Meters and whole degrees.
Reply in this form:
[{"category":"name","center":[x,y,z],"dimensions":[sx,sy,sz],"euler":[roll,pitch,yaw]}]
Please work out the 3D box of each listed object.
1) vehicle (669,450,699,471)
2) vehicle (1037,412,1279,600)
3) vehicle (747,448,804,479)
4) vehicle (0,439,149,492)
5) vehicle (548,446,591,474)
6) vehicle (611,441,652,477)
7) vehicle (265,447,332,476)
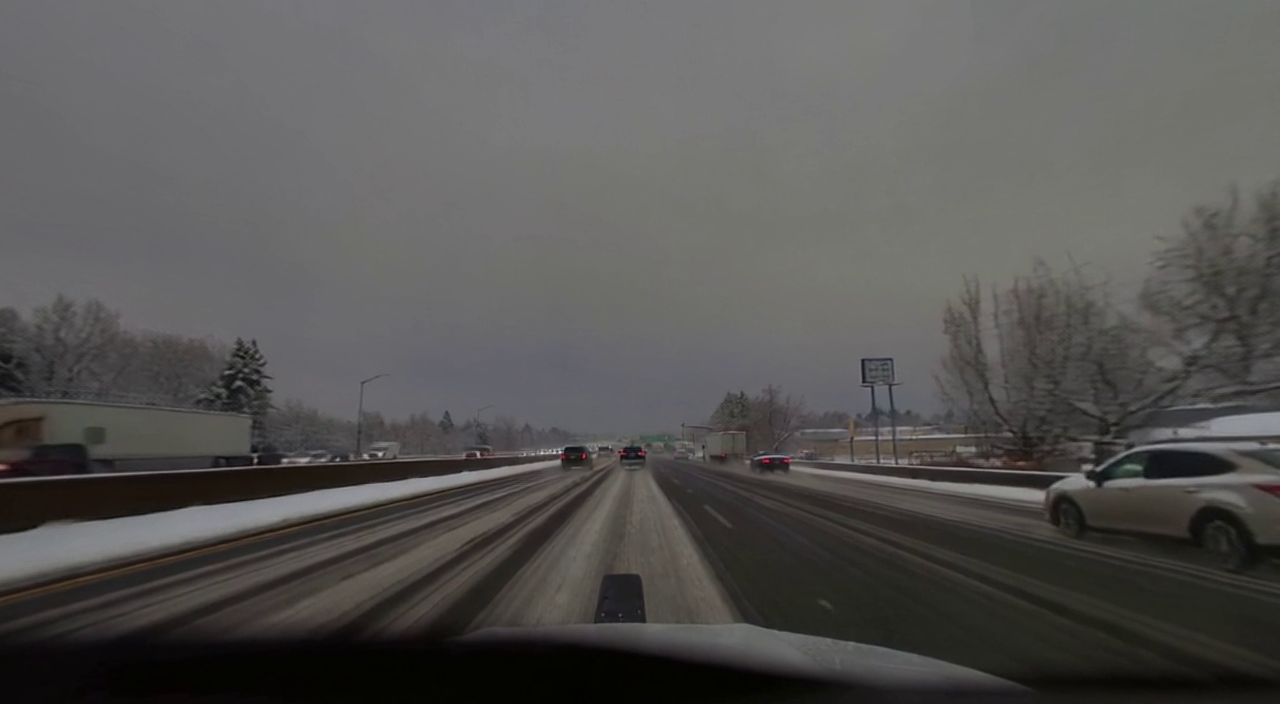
[{"category":"vehicle","center":[3.074,7.662,44.712],"dimensions":[1.816,1.353,3.809],"euler":[0,-9,-1]},{"category":"vehicle","center":[6.700,1.570,6.903],"dimensions":[1.944,1.666,4.184],"euler":[0,-9,0]},{"category":"vehicle","center":[6.810,5.632,32.196],"dimensions":[1.879,1.428,4.402],"euler":[0,-9,-1]},{"category":"vehicle","center":[-17.881,3.539,20.000],"dimensions":[1.687,1.511,3.610],"euler":[0,-9,0]},{"category":"vehicle","center":[-4.307,6.663,39.354],"dimensions":[2.126,1.631,4.643],"euler":[0,-9,1]},{"category":"vehicle","center":[-0.405,5.609,33.356],"dimensions":[2.002,1.759,4.658],"euler":[0,-9,0]},{"category":"vehicle","center":[-17.892,5.740,33.240],"dimensions":[1.591,1.409,3.326],"euler":[0,-9,0]}]
